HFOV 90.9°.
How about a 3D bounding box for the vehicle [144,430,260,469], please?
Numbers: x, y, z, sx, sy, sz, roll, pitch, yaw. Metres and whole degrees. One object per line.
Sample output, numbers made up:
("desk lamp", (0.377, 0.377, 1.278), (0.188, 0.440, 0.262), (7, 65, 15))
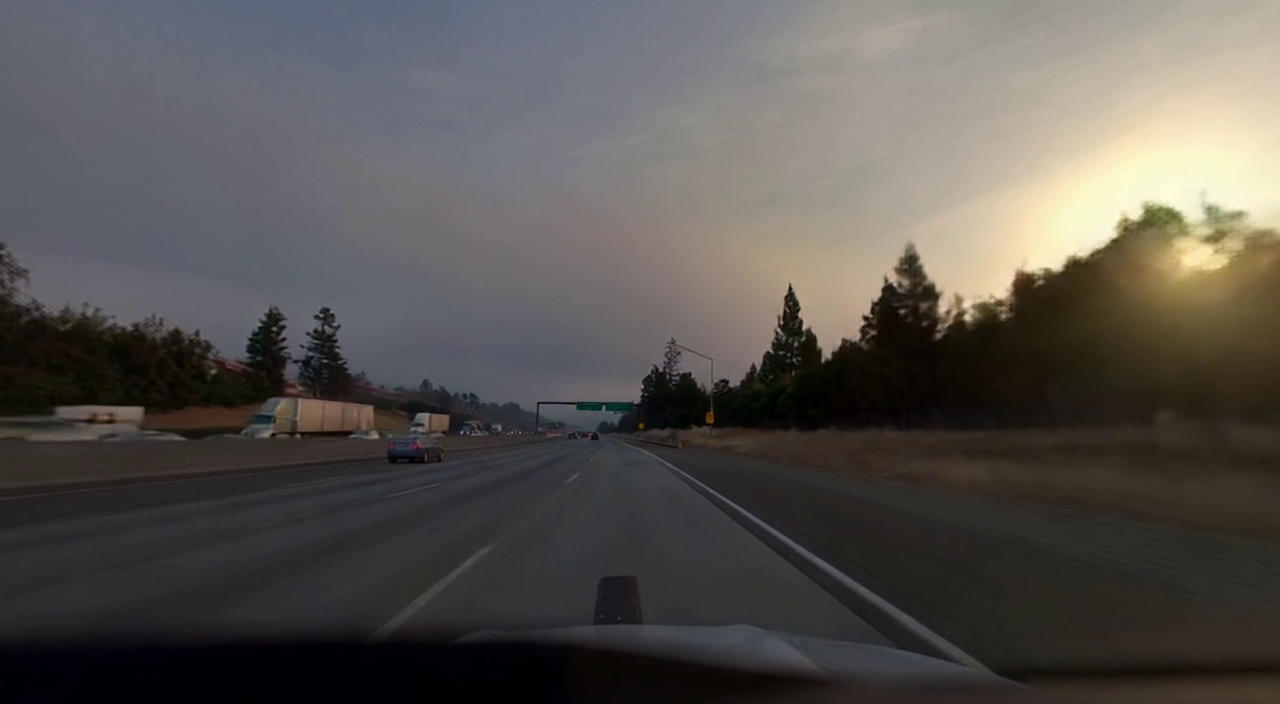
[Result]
("vehicle", (-18.164, 4.047, 26.429), (1.851, 1.449, 4.293), (0, -8, -1))

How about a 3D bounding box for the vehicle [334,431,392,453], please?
("vehicle", (-18.771, 6.127, 42.938), (1.982, 1.414, 4.336), (0, -8, -1))

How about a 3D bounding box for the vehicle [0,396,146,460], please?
("vehicle", (-30.372, 4.065, 33.123), (2.661, 2.953, 7.724), (0, -8, -1))

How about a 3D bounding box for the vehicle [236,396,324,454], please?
("vehicle", (-26.168, 5.397, 46.207), (2.991, 3.997, 5.882), (0, -8, -2))
